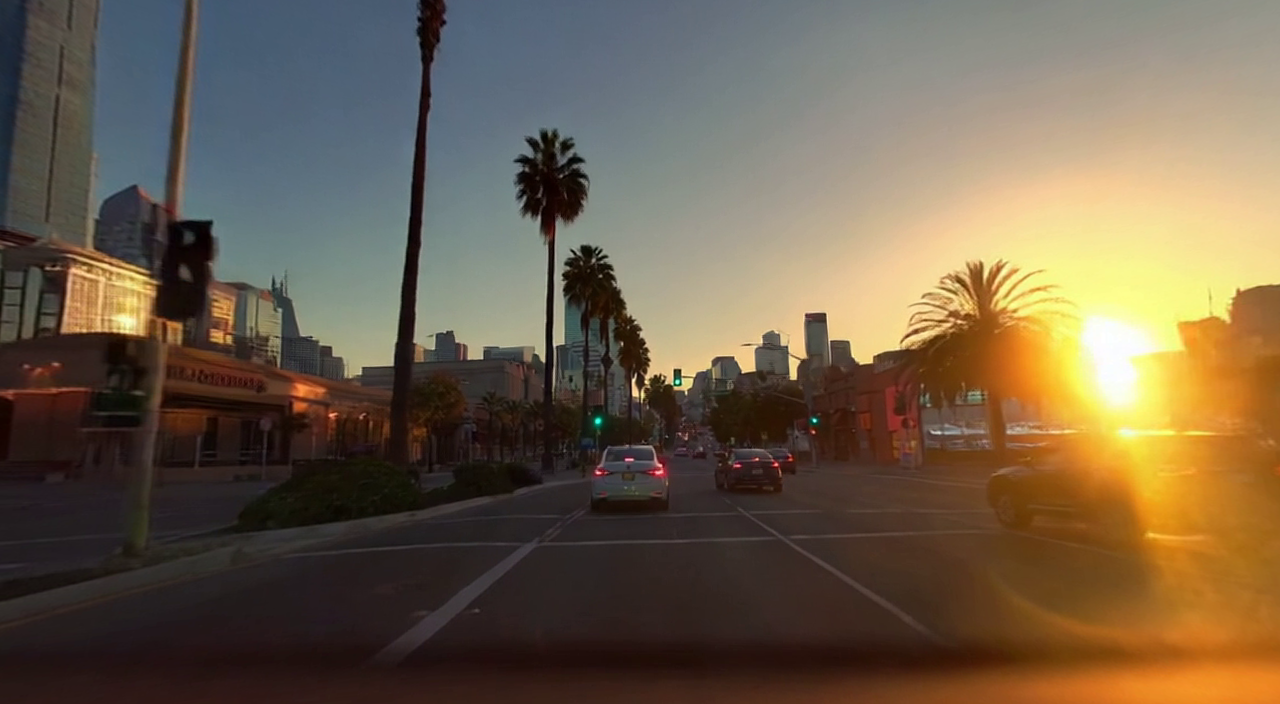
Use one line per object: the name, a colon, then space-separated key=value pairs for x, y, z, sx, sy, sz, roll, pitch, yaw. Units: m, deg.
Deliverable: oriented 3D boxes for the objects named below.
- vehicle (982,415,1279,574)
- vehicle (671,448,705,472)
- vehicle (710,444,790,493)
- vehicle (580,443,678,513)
vehicle: x=6.934 y=1.817 z=8.832 sx=1.940 sy=1.674 sz=4.085 roll=0 pitch=-8 yaw=-1
vehicle: x=3.326 y=7.595 z=44.756 sx=2.012 sy=1.570 sz=4.600 roll=0 pitch=-8 yaw=0
vehicle: x=3.708 y=3.995 z=22.104 sx=1.892 sy=1.532 sz=4.177 roll=0 pitch=-8 yaw=-2
vehicle: x=-0.280 y=3.005 z=15.605 sx=2.110 sy=1.487 sz=3.873 roll=0 pitch=-8 yaw=-1
